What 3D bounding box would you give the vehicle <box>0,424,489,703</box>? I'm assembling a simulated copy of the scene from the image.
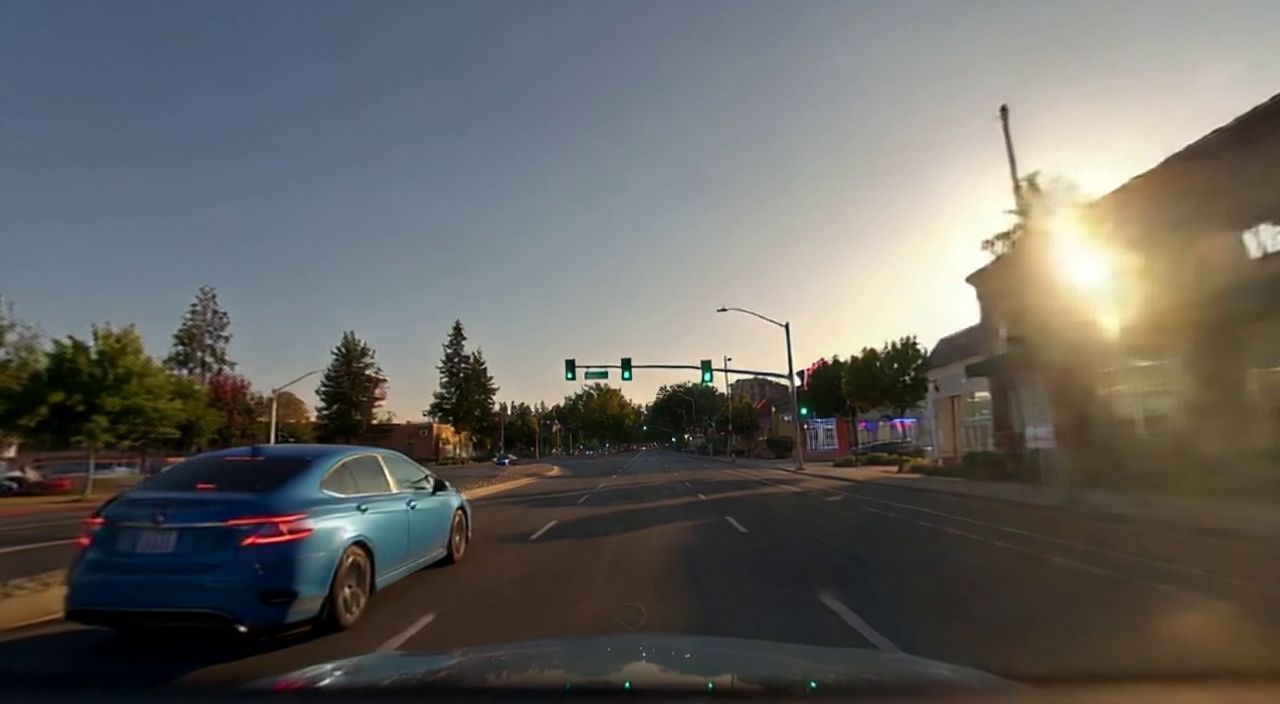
[{"bbox_3d":[-2.913,1.413,5.231,2.082,1.460,4.636,0,-8,1],"label":"vehicle"}]
